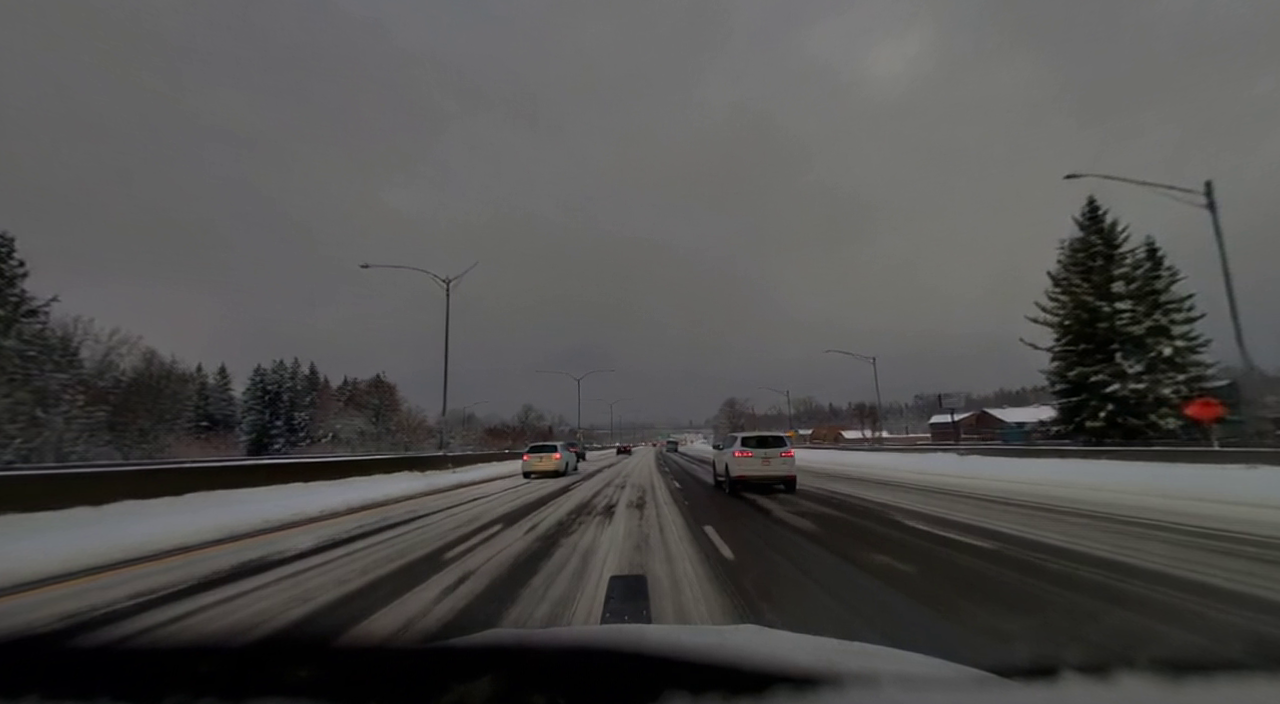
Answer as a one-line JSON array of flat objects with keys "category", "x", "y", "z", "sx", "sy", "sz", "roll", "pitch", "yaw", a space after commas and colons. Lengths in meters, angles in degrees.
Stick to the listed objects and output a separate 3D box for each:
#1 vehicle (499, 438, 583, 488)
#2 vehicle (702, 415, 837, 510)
[{"category": "vehicle", "x": -3.344, "y": 3.870, "z": 22.315, "sx": 2.080, "sy": 1.542, "sz": 4.718, "roll": -1, "pitch": -8, "yaw": 2}, {"category": "vehicle", "x": 2.833, "y": 2.568, "z": 15.063, "sx": 2.148, "sy": 1.852, "sz": 4.835, "roll": 0, "pitch": -8, "yaw": 0}]
